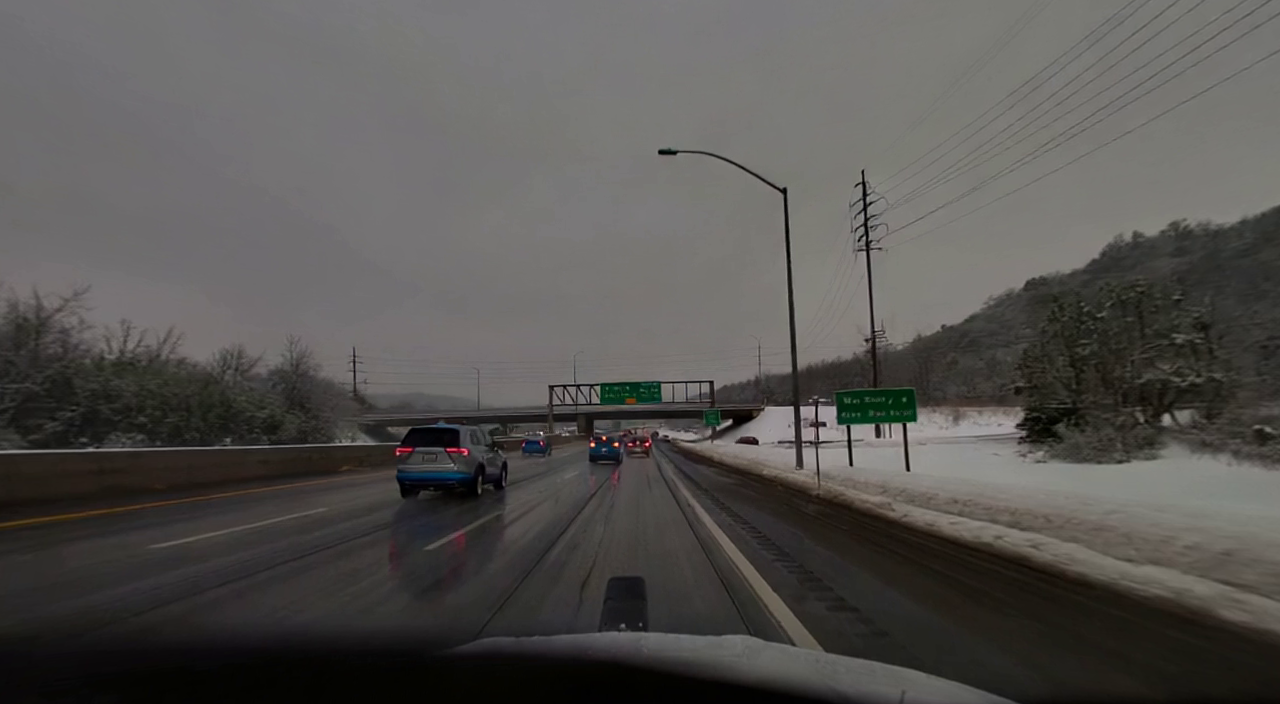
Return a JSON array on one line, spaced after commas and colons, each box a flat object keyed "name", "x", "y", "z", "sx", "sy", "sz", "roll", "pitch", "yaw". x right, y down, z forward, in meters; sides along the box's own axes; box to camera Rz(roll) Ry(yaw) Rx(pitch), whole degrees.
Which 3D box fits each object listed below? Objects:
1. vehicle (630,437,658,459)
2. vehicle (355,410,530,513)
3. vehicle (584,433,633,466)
[{"name": "vehicle", "x": 0.280, "y": 6.738, "z": 44.123, "sx": 1.855, "sy": 1.450, "sz": 3.716, "roll": 0, "pitch": -8, "yaw": 1}, {"name": "vehicle", "x": -3.989, "y": 2.332, "z": 13.838, "sx": 2.228, "sy": 1.845, "sz": 4.847, "roll": 0, "pitch": -8, "yaw": 1}, {"name": "vehicle", "x": -1.645, "y": 5.346, "z": 34.624, "sx": 2.193, "sy": 1.651, "sz": 3.946, "roll": -1, "pitch": -8, "yaw": 5}]
